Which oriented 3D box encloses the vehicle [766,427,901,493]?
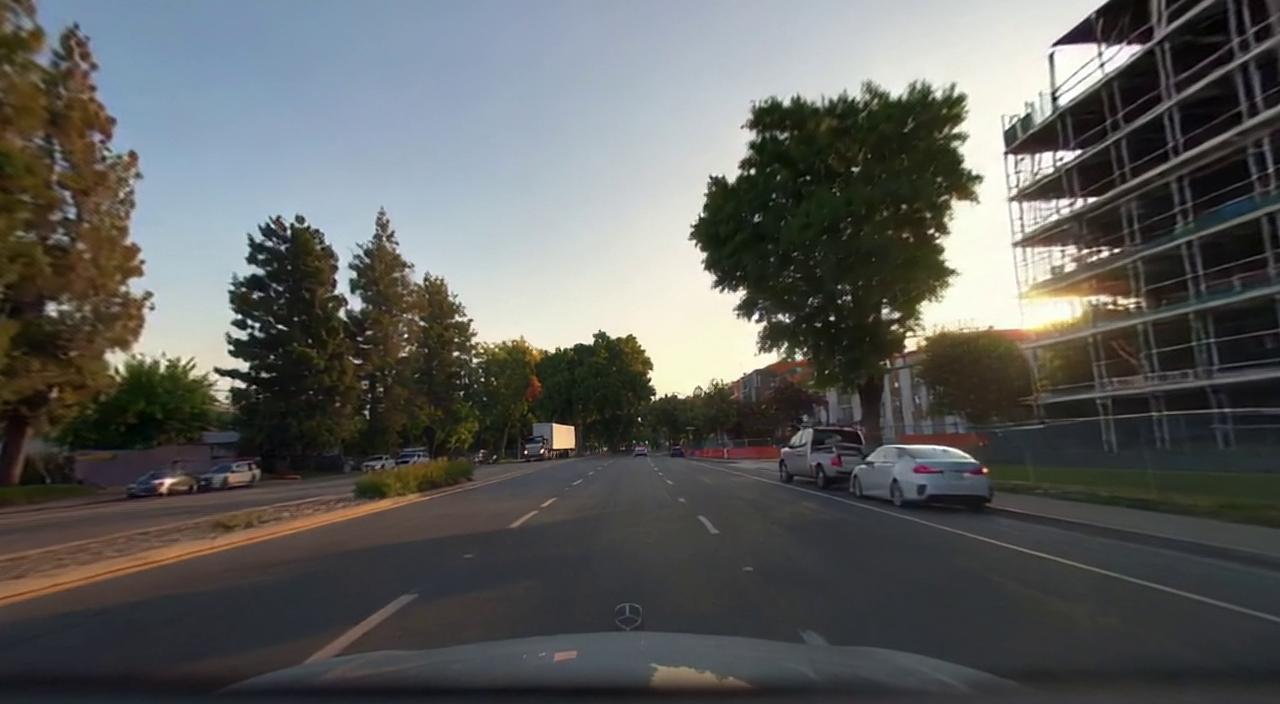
[{"bbox_3d":[6.310,3.640,21.677,2.513,1.890,6.666,0,-8,0],"label":"vehicle"}]

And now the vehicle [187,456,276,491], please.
[{"bbox_3d":[-22.973,6.815,35.531,2.006,1.755,4.476,0,-8,-1],"label":"vehicle"}]

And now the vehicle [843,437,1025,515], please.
[{"bbox_3d":[6.416,2.727,14.424,1.860,1.467,4.576,0,-8,-2],"label":"vehicle"}]

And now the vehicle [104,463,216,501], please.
[{"bbox_3d":[-22.958,6.196,30.294,1.862,1.458,4.701,0,-8,-2],"label":"vehicle"}]
